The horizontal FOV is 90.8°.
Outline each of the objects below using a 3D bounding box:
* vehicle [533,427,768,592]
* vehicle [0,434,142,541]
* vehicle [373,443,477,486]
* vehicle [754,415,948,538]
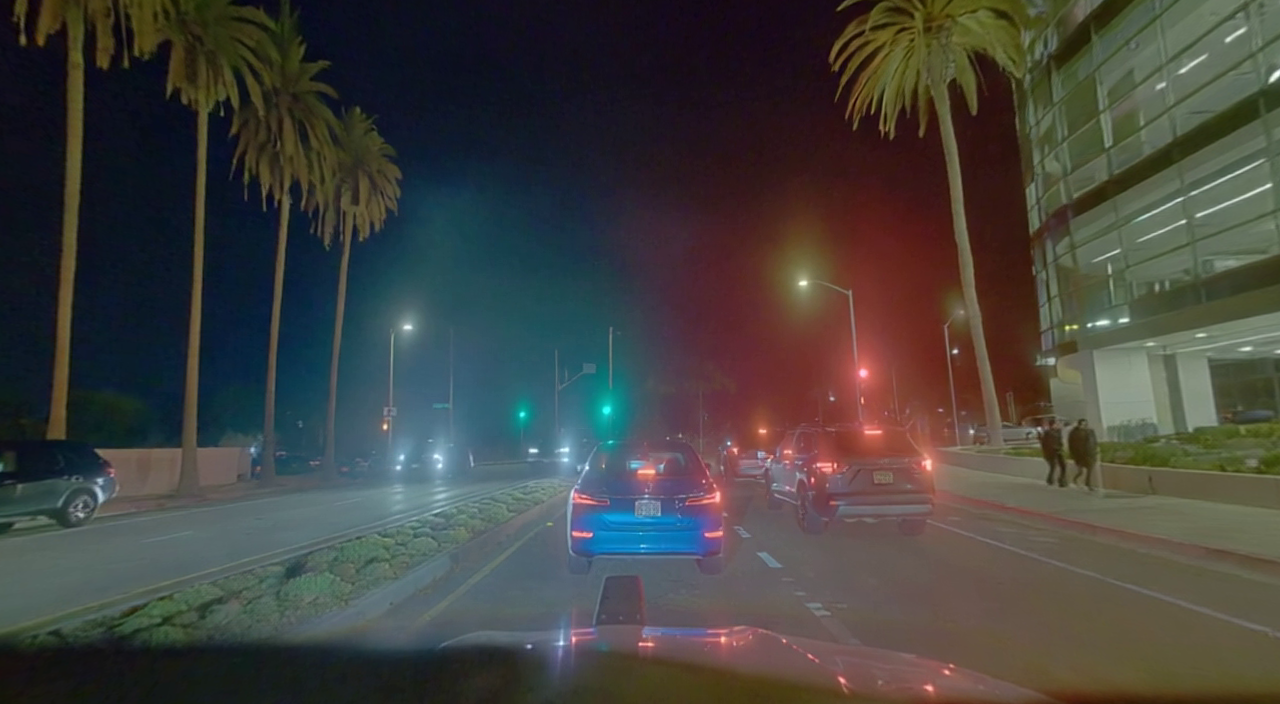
[{"bbox_3d":[0.134,1.710,7.700,2.088,1.452,3.993,0,-8,1],"label":"vehicle"},{"bbox_3d":[-13.055,2.715,12.283,2.240,1.964,5.707,-6,-8,0],"label":"vehicle"},{"bbox_3d":[-7.851,4.150,23.638,1.898,1.439,4.540,-1,-8,6],"label":"vehicle"},{"bbox_3d":[3.401,2.106,11.236,2.003,1.733,4.319,0,-8,1],"label":"vehicle"}]
